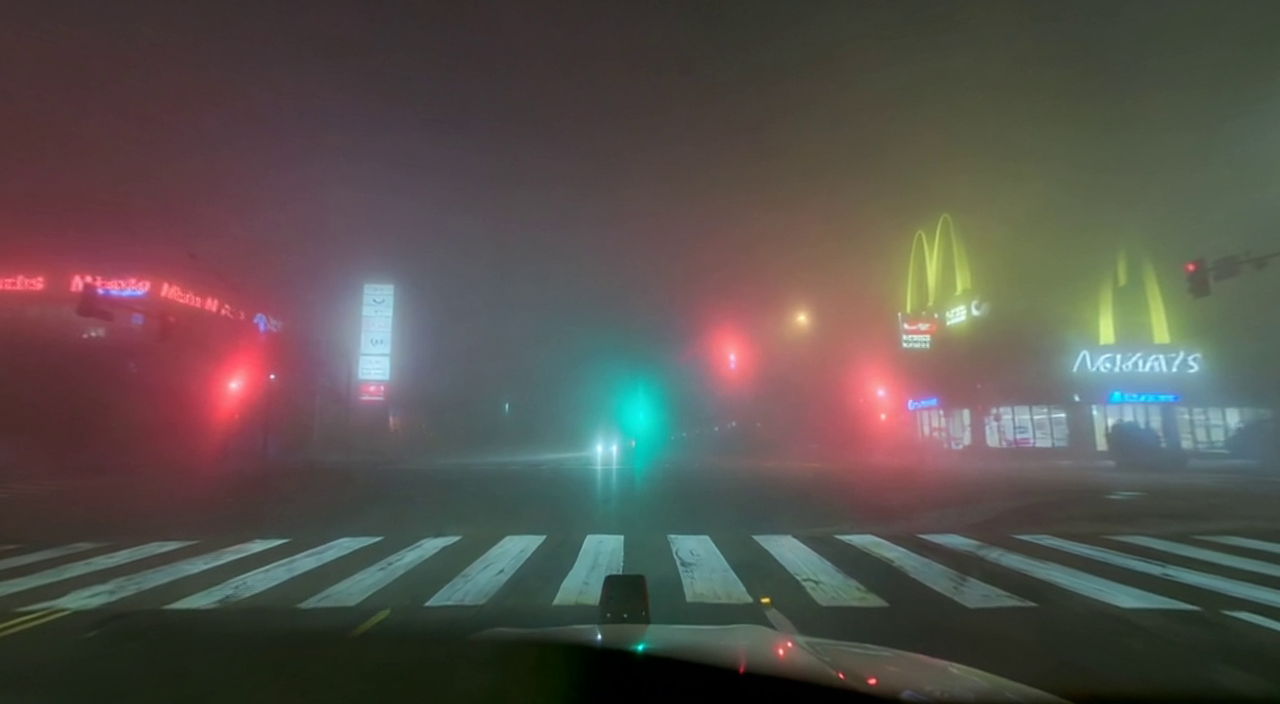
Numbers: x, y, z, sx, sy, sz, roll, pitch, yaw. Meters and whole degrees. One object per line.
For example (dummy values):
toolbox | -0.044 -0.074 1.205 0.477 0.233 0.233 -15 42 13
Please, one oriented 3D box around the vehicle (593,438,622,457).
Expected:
vehicle | -2.515 7.561 49.961 2.104 1.468 4.195 0 -8 0
